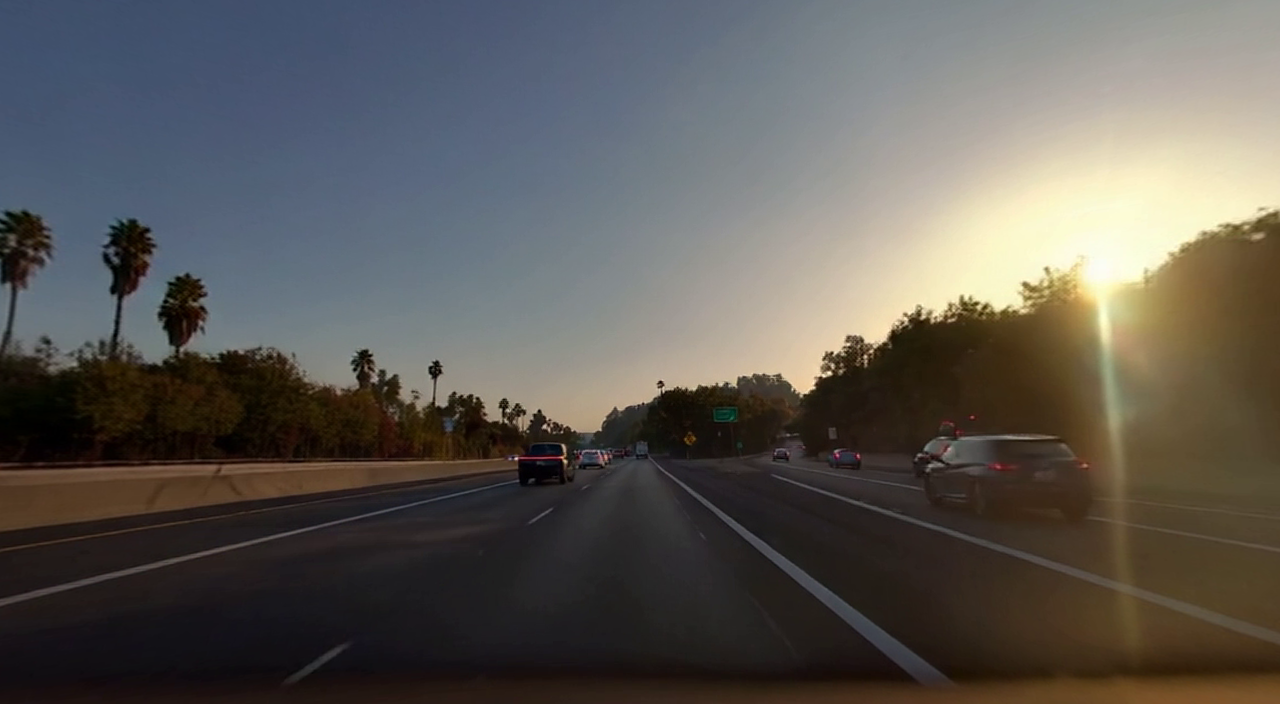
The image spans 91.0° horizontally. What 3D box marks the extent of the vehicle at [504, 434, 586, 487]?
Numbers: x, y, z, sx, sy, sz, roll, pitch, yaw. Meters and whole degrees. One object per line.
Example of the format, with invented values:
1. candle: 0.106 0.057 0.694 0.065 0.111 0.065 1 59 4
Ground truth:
1. vehicle: -3.791 4.503 26.391 2.420 1.937 5.916 0 -9 1

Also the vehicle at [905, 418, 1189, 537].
1. vehicle: 7.320 2.328 12.305 2.303 1.791 5.247 -1 -9 4

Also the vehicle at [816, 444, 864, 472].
1. vehicle: 13.623 7.239 43.201 1.991 1.755 4.836 -1 -9 3
